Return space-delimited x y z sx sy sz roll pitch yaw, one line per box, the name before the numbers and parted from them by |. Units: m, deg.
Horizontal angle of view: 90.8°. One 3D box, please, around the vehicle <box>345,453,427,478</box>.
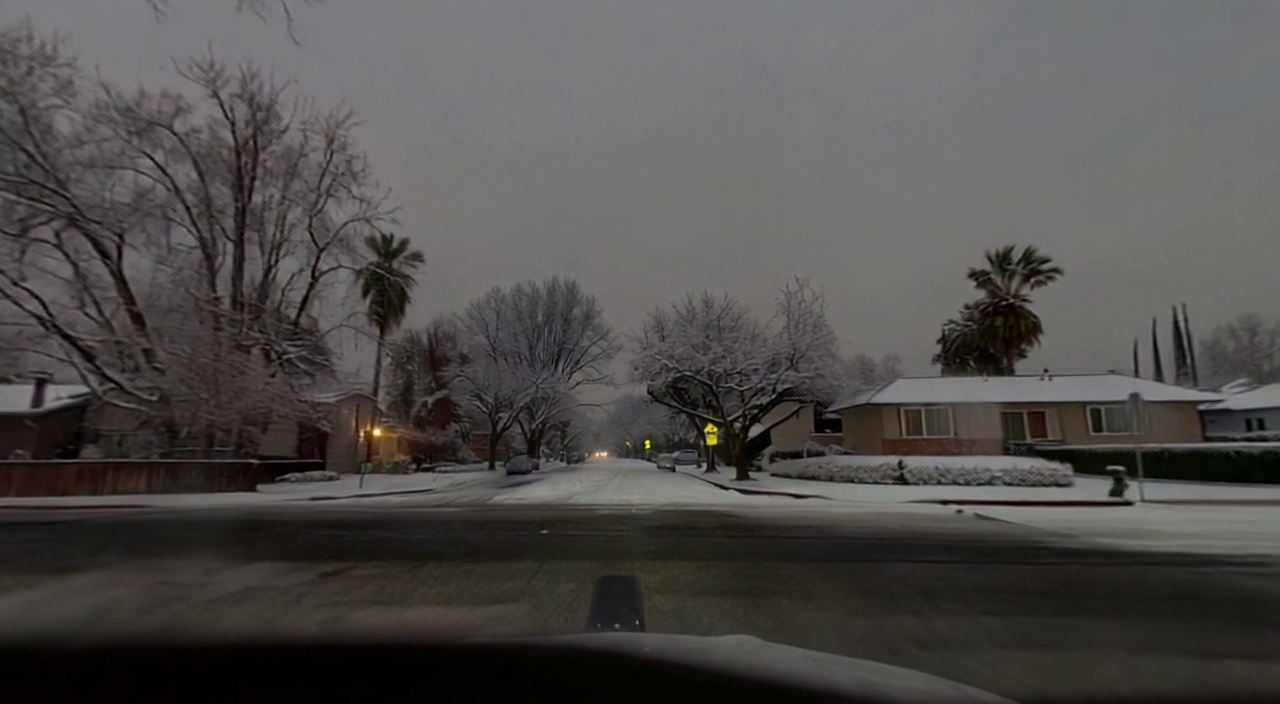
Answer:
vehicle | -16.079 7.176 40.168 4.358 1.516 2.077 1 -8 -4
